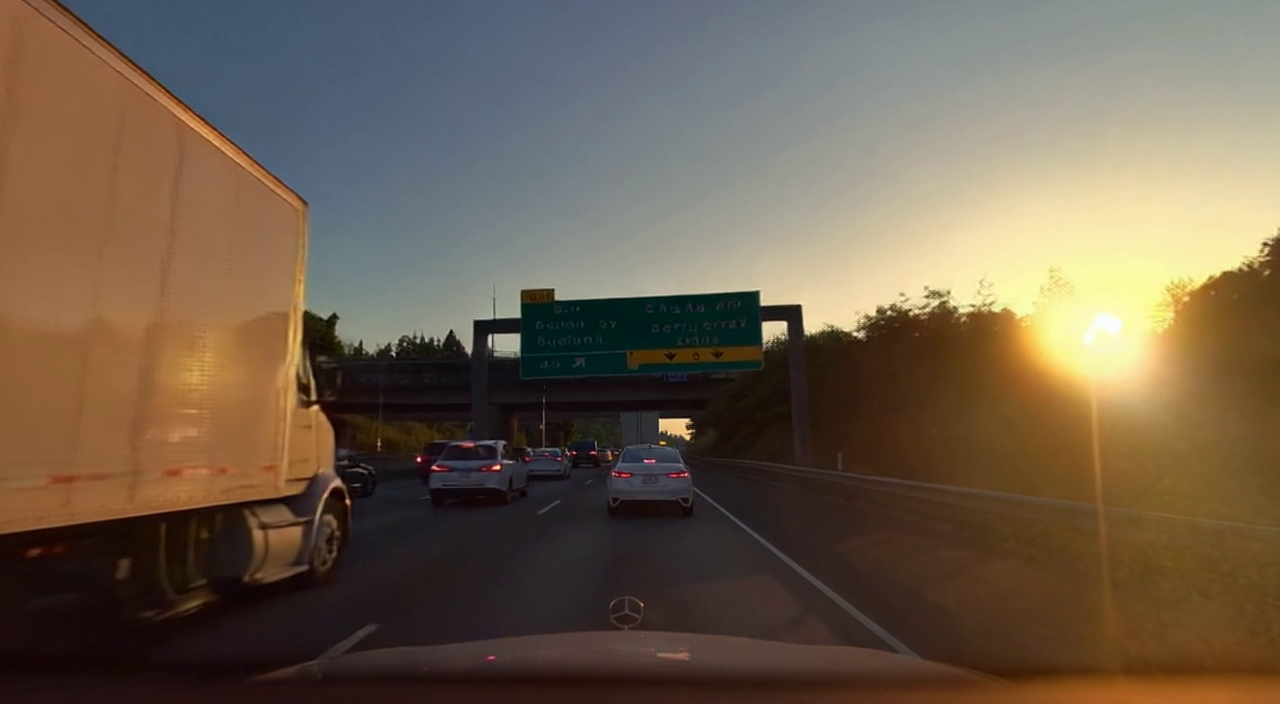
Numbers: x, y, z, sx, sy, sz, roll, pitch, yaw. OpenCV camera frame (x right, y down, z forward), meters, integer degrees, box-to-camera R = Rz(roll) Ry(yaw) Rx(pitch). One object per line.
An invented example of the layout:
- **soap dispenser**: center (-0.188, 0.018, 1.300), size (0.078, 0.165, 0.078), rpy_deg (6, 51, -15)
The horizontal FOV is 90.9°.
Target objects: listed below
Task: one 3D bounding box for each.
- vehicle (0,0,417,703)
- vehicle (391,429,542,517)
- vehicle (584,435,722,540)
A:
- **vehicle**: center (-3.876, 0.130, 2.835), size (2.832, 3.293, 7.782), rpy_deg (0, -9, 0)
- **vehicle**: center (-3.645, 2.647, 14.202), size (2.165, 1.638, 4.317), rpy_deg (0, -9, 0)
- **vehicle**: center (0.161, 2.235, 10.914), size (1.995, 1.495, 3.380), rpy_deg (0, -9, -1)
